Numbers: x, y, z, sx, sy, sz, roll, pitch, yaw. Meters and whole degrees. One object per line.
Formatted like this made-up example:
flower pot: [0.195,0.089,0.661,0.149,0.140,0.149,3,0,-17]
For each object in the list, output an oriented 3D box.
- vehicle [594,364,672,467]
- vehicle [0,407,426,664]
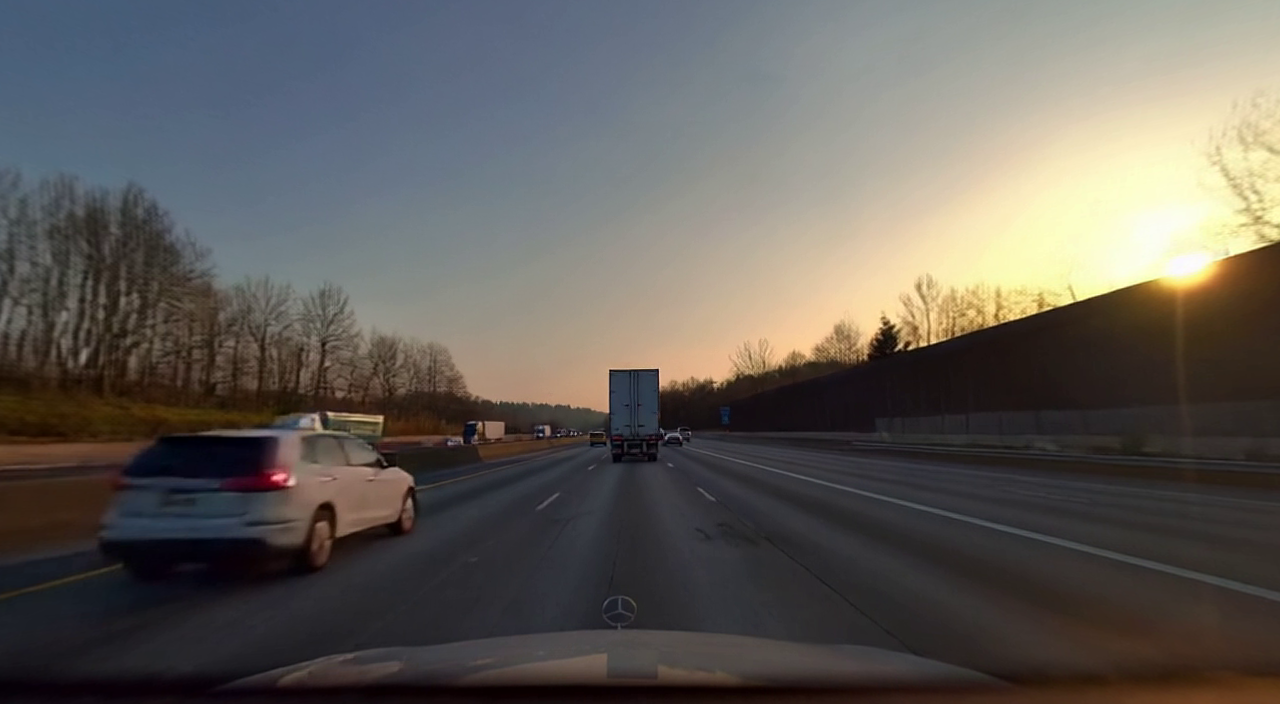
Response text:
vehicle: [-0.330,3.546,32.624,2.965,3.972,16.689,0,-8,0]
vehicle: [-3.839,1.393,6.036,2.005,1.521,4.454,0,-8,0]
